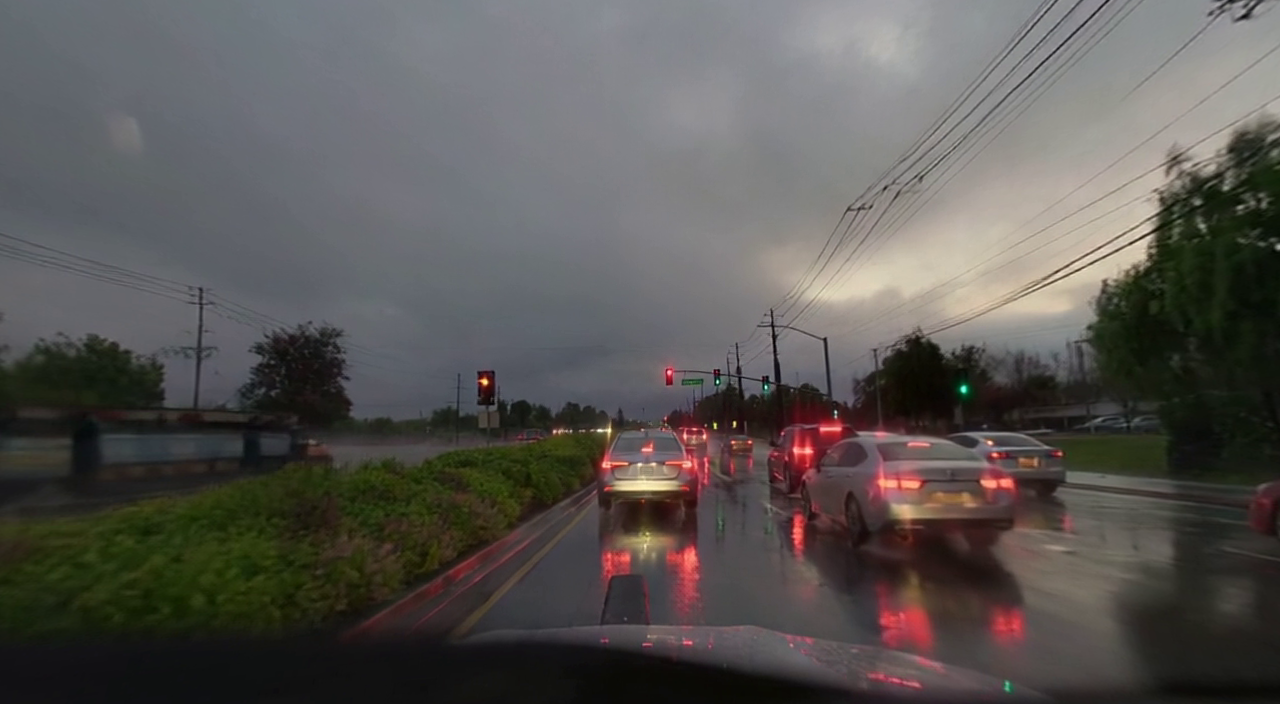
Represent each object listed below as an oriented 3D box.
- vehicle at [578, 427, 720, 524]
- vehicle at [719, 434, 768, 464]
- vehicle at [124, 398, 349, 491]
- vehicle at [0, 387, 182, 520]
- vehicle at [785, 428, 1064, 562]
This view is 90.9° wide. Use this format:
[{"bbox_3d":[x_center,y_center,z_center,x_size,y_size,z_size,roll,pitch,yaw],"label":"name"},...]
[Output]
[{"bbox_3d":[0.164,2.265,12.100,2.208,1.498,4.401,0,-8,1],"label":"vehicle"},{"bbox_3d":[5.507,5.227,34.069,1.995,1.491,4.133,0,-8,1],"label":"vehicle"},{"bbox_3d":[-17.072,4.098,28.018,3.085,3.375,9.783,-1,-8,3],"label":"vehicle"},{"bbox_3d":[-17.659,2.798,17.464,2.934,3.328,8.716,-1,-8,3],"label":"vehicle"},{"bbox_3d":[3.653,1.915,9.255,2.028,1.454,4.531,0,-8,1],"label":"vehicle"}]
